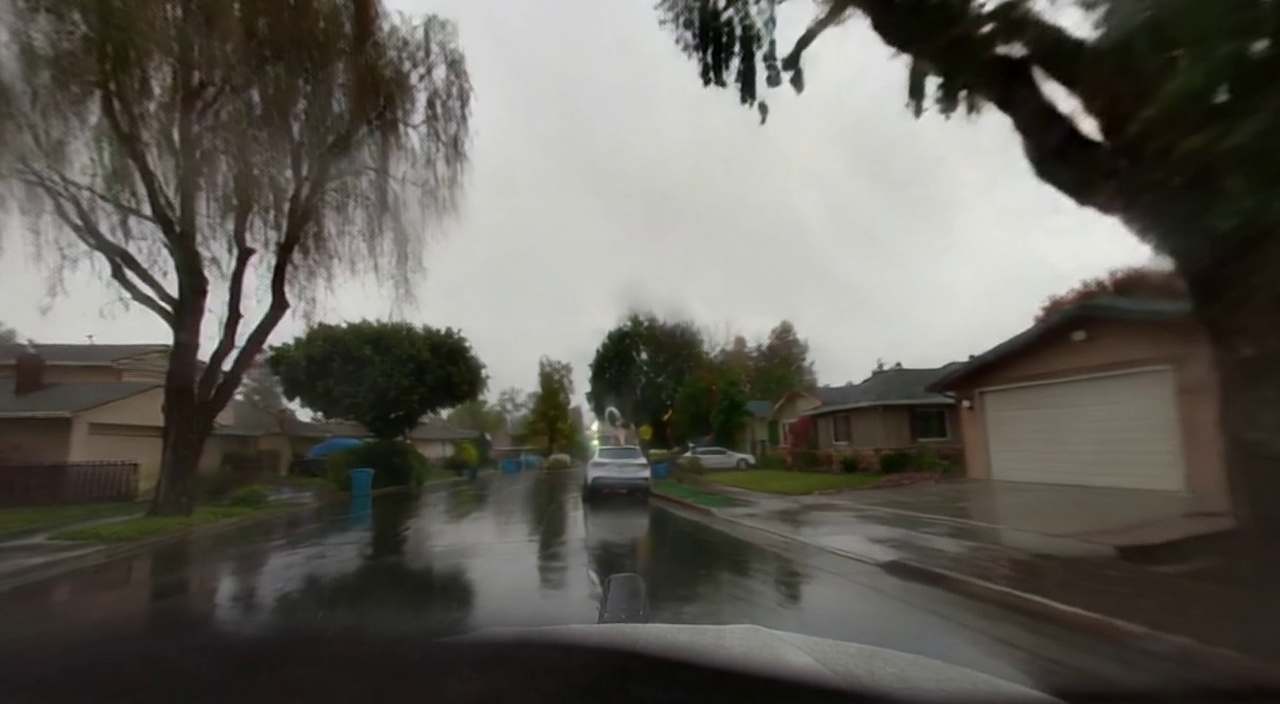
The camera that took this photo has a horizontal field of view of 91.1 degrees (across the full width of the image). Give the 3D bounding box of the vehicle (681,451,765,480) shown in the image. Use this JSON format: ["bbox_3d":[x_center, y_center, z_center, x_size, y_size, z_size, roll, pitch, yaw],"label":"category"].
[{"bbox_3d":[4.530,6.261,34.812,4.457,1.510,1.762,-1,-8,5],"label":"vehicle"}]

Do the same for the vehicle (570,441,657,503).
[{"bbox_3d":[-1.009,3.828,20.542,2.163,1.760,4.591,1,-9,-11],"label":"vehicle"}]
